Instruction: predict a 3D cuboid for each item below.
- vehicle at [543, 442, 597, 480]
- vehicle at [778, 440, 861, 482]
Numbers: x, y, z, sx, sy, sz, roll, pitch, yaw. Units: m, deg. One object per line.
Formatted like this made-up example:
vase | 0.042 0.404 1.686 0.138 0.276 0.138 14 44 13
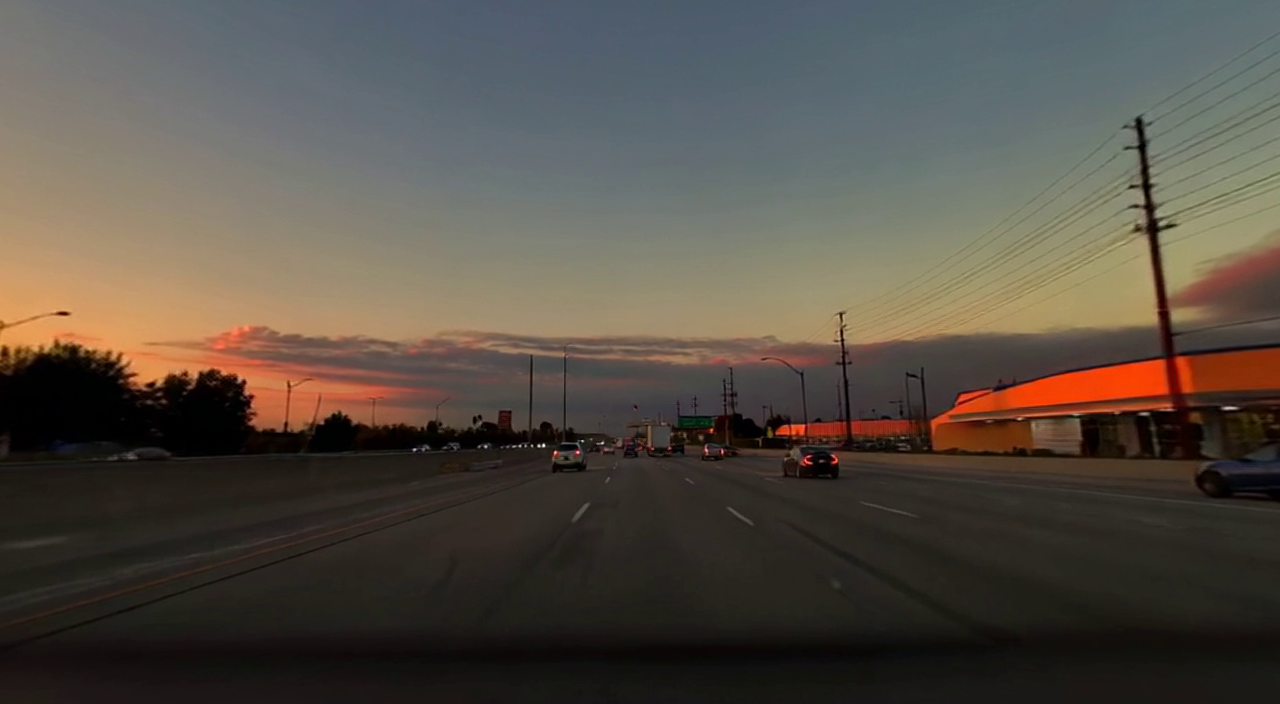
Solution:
vehicle | -2.984 4.724 27.640 1.929 1.521 4.097 0 -9 0
vehicle | 7.089 4.337 25.385 1.980 1.501 4.433 0 -9 -1
